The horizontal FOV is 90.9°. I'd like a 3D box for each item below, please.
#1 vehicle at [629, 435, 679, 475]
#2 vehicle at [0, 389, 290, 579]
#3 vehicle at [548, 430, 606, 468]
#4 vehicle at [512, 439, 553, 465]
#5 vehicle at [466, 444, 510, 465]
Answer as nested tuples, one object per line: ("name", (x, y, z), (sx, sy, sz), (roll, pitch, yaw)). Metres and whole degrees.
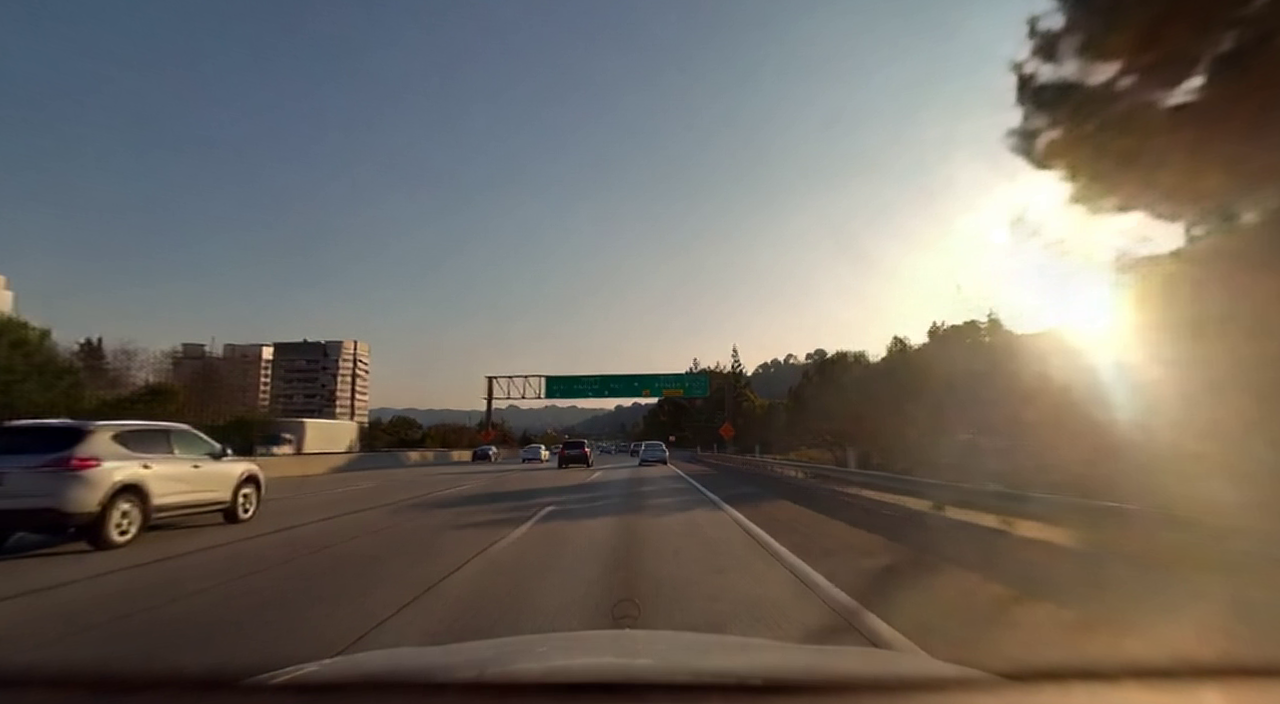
("vehicle", (0.618, 4.836, 29.864), (2.135, 1.697, 4.757), (0, -8, 0))
("vehicle", (-7.685, 1.622, 8.359), (2.521, 1.901, 5.988), (0, -8, 2))
("vehicle", (-3.636, 5.806, 37.920), (2.751, 2.050, 5.761), (0, -8, 1))
("vehicle", (-7.732, 7.220, 45.904), (2.078, 1.779, 4.610), (0, -8, 1))
("vehicle", (-11.058, 7.455, 46.071), (1.951, 1.491, 4.697), (0, -8, 1))
